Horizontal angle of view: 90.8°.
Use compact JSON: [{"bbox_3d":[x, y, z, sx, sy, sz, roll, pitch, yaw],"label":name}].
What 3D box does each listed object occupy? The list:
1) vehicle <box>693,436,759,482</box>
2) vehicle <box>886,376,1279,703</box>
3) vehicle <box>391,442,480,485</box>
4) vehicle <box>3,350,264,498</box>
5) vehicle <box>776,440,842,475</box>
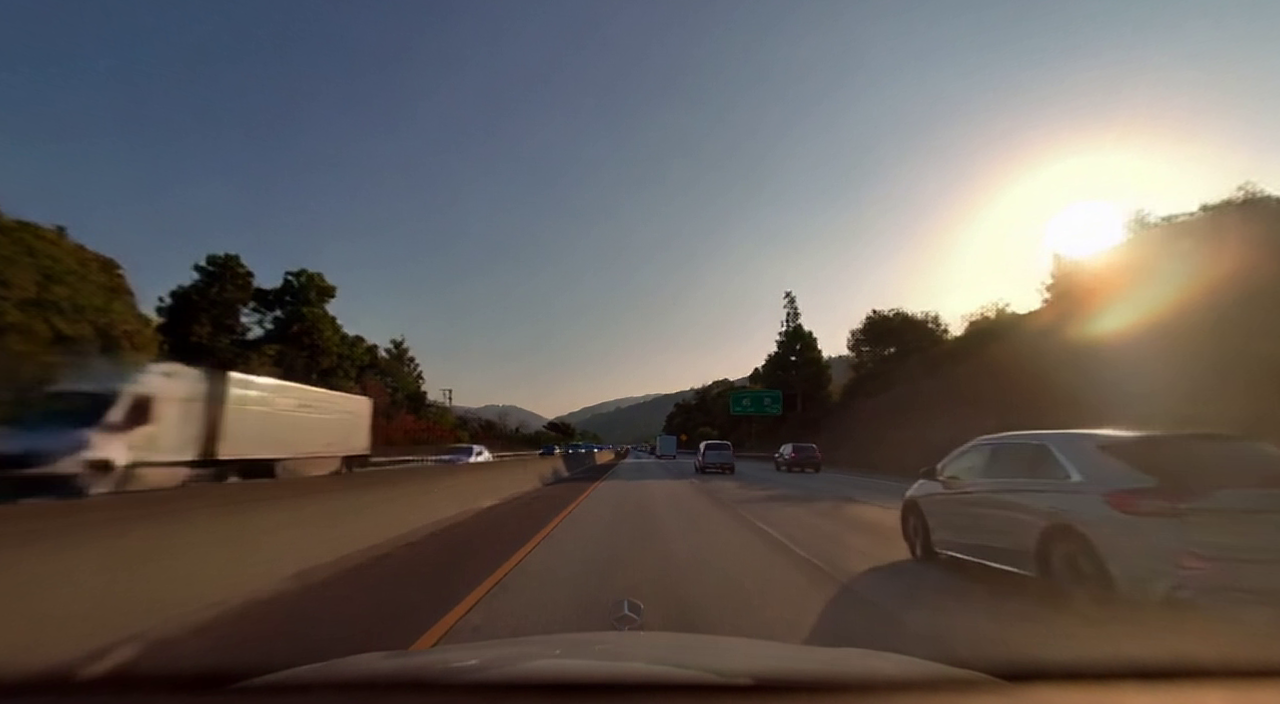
[{"bbox_3d":[3.546,4.515,26.873,2.070,1.751,4.576,0,-9,-1],"label":"vehicle"},{"bbox_3d":[3.638,1.208,4.536,2.023,1.603,4.159,0,-9,0],"label":"vehicle"},{"bbox_3d":[-7.819,4.302,24.614,1.935,1.490,4.453,0,-9,0],"label":"vehicle"},{"bbox_3d":[-15.365,2.363,19.967,3.045,3.960,5.980,0,-9,0],"label":"vehicle"},{"bbox_3d":[8.541,5.399,32.366,2.018,1.636,4.510,0,-9,-1],"label":"vehicle"}]
